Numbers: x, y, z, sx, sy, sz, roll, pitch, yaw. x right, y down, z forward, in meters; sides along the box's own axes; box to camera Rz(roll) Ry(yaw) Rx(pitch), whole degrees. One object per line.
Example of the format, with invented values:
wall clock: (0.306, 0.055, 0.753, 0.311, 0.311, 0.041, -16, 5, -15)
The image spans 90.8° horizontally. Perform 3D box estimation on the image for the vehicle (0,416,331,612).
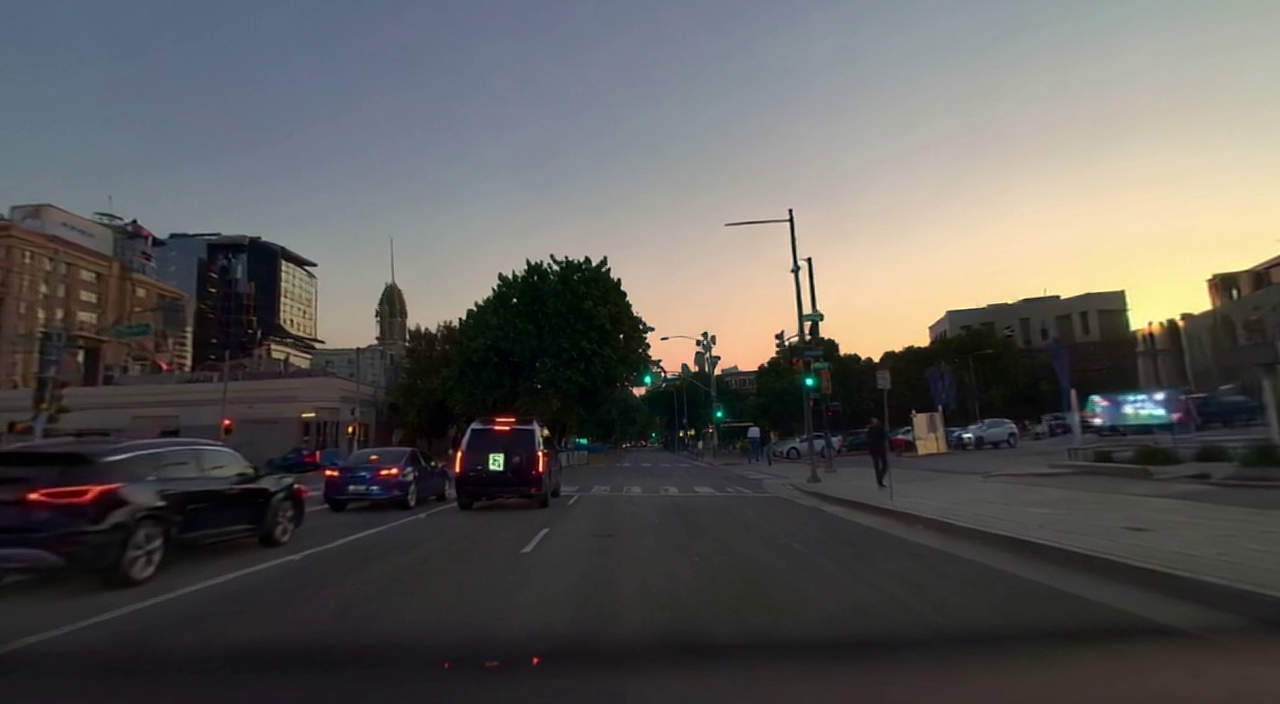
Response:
vehicle: (-6.043, 1.714, 7.710, 2.228, 1.652, 4.593, 0, -8, -1)

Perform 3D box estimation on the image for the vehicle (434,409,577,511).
vehicle: (-3.143, 2.711, 16.309, 2.496, 2.155, 5.468, 0, -8, 0)

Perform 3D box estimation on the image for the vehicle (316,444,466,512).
vehicle: (-6.029, 3.069, 15.978, 1.982, 1.452, 4.463, 0, -8, 0)
